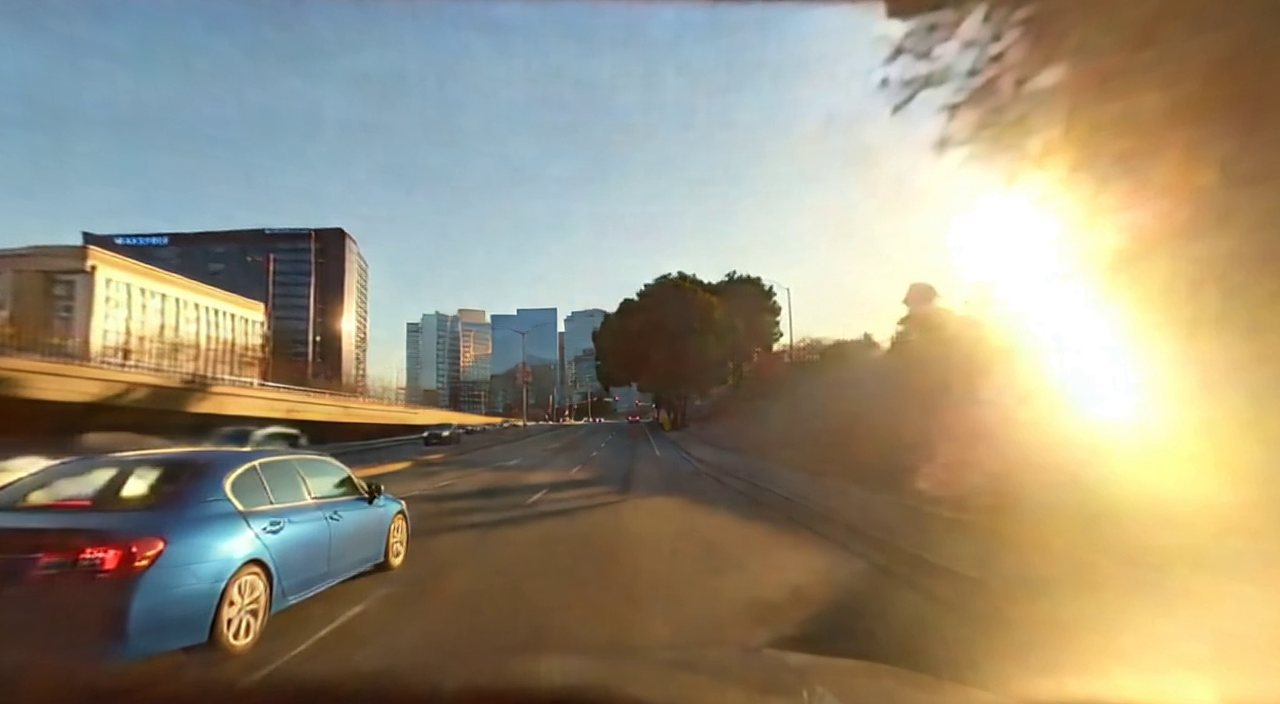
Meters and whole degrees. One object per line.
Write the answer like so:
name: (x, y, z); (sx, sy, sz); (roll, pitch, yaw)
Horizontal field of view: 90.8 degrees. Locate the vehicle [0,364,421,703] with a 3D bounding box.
vehicle: (-3.155, 1.055, 3.906); (2.041, 1.470, 4.290); (0, -9, 0)
